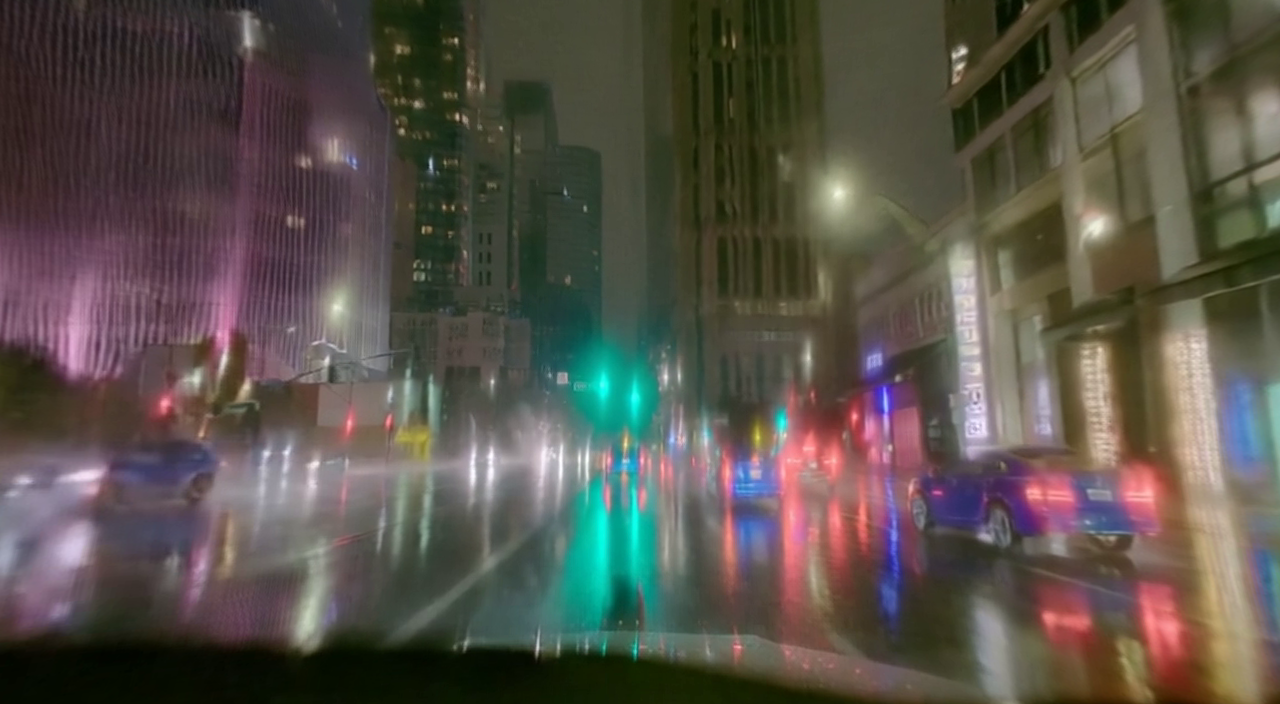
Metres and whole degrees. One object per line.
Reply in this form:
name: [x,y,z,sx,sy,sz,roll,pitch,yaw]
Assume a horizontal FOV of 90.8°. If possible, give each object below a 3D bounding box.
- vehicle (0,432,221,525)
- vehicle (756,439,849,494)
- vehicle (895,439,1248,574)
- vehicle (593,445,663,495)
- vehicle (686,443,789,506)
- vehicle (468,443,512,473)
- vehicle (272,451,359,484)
vehicle: [-12.427,2.858,14.850,1.861,1.780,4.814,0,-9,-1]
vehicle: [5.690,4.077,22.801,2.015,1.745,4.444,0,-9,-2]
vehicle: [5.833,2.101,9.507,1.914,1.484,4.639,0,-9,-2]
vehicle: [-0.422,3.825,20.846,2.096,1.457,4.160,0,-9,-2]
vehicle: [2.522,3.306,17.500,1.987,1.484,4.427,0,-9,-2]
vehicle: [-9.839,6.976,41.767,1.827,1.787,4.474,0,-9,-1]
vehicle: [-16.097,5.746,31.667,2.017,1.460,4.556,0,-9,-1]
